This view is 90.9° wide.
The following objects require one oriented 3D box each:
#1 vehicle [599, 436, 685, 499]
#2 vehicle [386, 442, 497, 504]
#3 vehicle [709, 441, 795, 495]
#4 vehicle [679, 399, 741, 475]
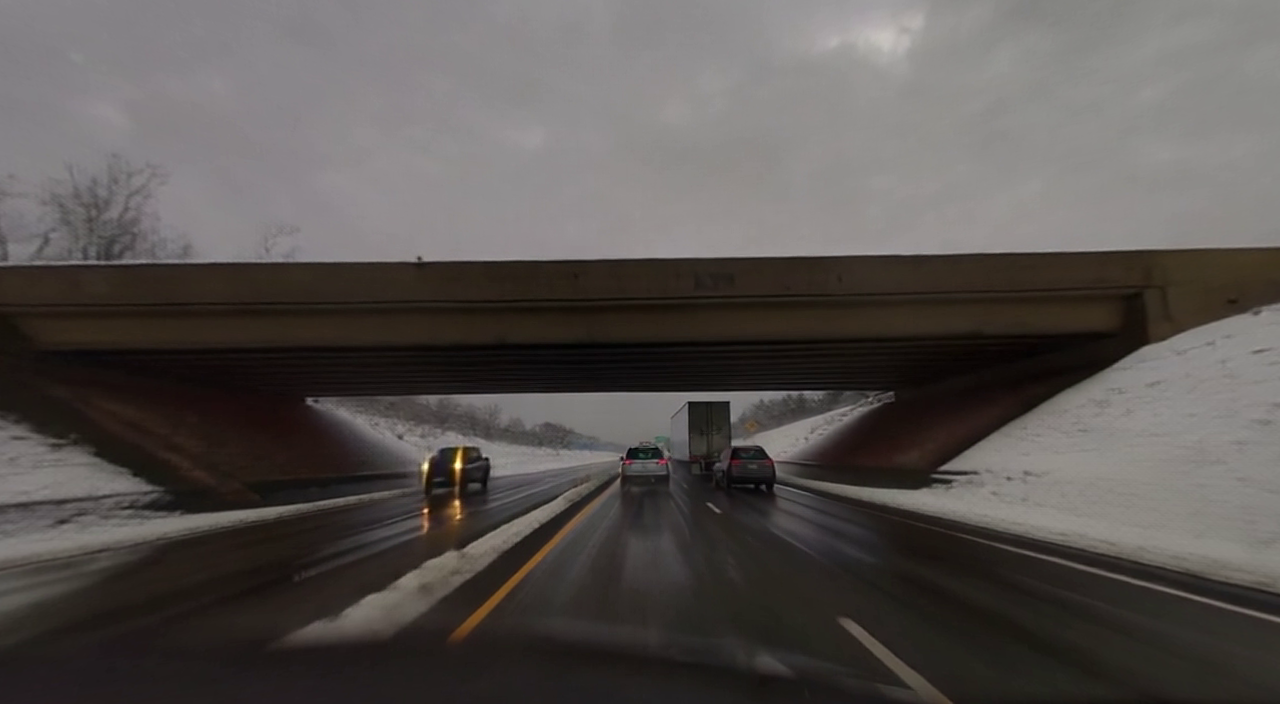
[{"bbox_3d":[0.094,3.368,18.730,2.256,1.615,4.114,-1,-9,1],"label":"vehicle"},{"bbox_3d":[-6.376,3.907,20.764,2.233,1.685,4.222,-4,-9,1],"label":"vehicle"},{"bbox_3d":[3.418,3.609,19.937,1.972,1.505,3.946,-1,-9,0],"label":"vehicle"},{"bbox_3d":[3.926,5.036,36.841,2.948,3.974,6.480,-1,-9,1],"label":"vehicle"}]
